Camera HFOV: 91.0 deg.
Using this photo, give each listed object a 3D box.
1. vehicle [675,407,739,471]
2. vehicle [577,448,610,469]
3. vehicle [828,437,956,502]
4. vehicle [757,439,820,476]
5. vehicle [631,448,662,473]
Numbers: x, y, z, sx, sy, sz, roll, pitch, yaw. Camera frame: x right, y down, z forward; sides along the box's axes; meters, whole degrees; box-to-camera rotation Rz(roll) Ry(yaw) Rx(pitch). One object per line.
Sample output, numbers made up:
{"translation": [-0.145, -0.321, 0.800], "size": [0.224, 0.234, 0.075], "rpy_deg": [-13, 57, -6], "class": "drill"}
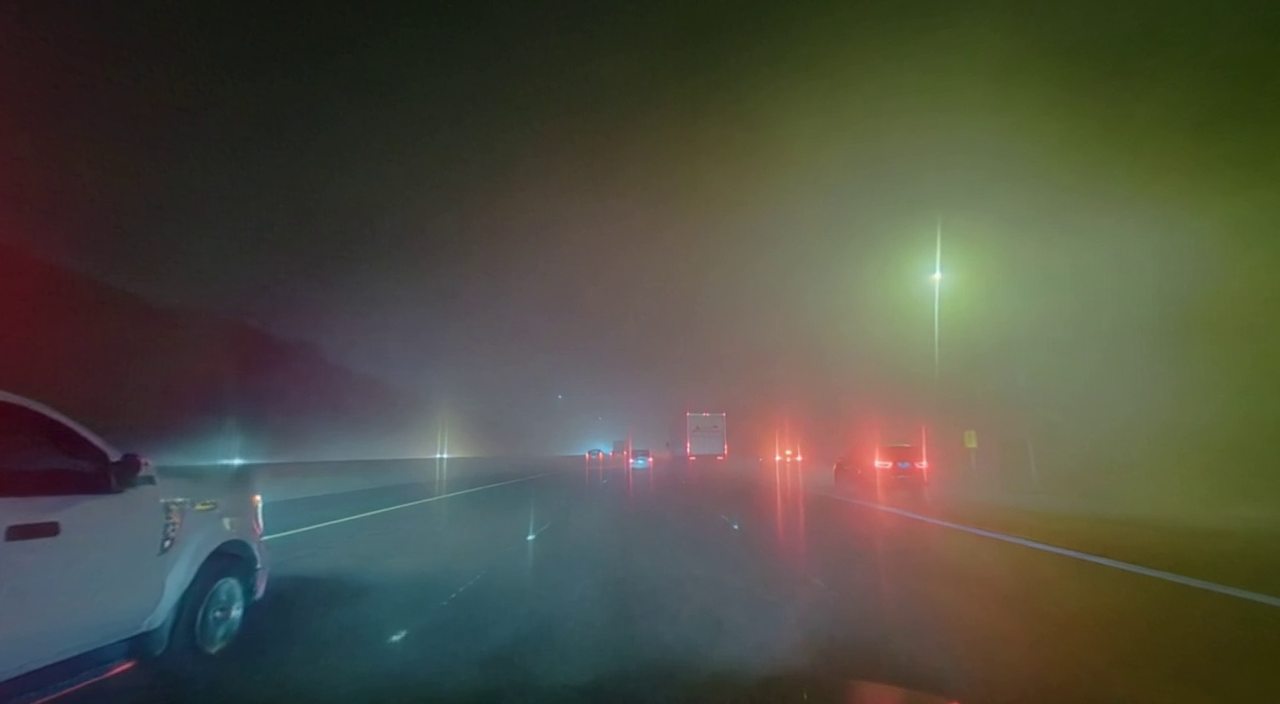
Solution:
{"translation": [4.122, 5.798, 41.593], "size": [3.130, 3.607, 11.129], "rpy_deg": [0, -9, 1], "class": "vehicle"}
{"translation": [-3.480, 8.066, 47.836], "size": [2.132, 1.506, 4.256], "rpy_deg": [0, -9, 0], "class": "vehicle"}
{"translation": [7.246, 3.407, 18.706], "size": [2.044, 1.676, 4.421], "rpy_deg": [0, -9, 1], "class": "vehicle"}
{"translation": [7.686, 5.519, 33.123], "size": [2.143, 1.775, 4.729], "rpy_deg": [0, -9, 0], "class": "vehicle"}
{"translation": [0.388, 6.843, 40.081], "size": [1.866, 1.492, 3.932], "rpy_deg": [0, -9, 0], "class": "vehicle"}
